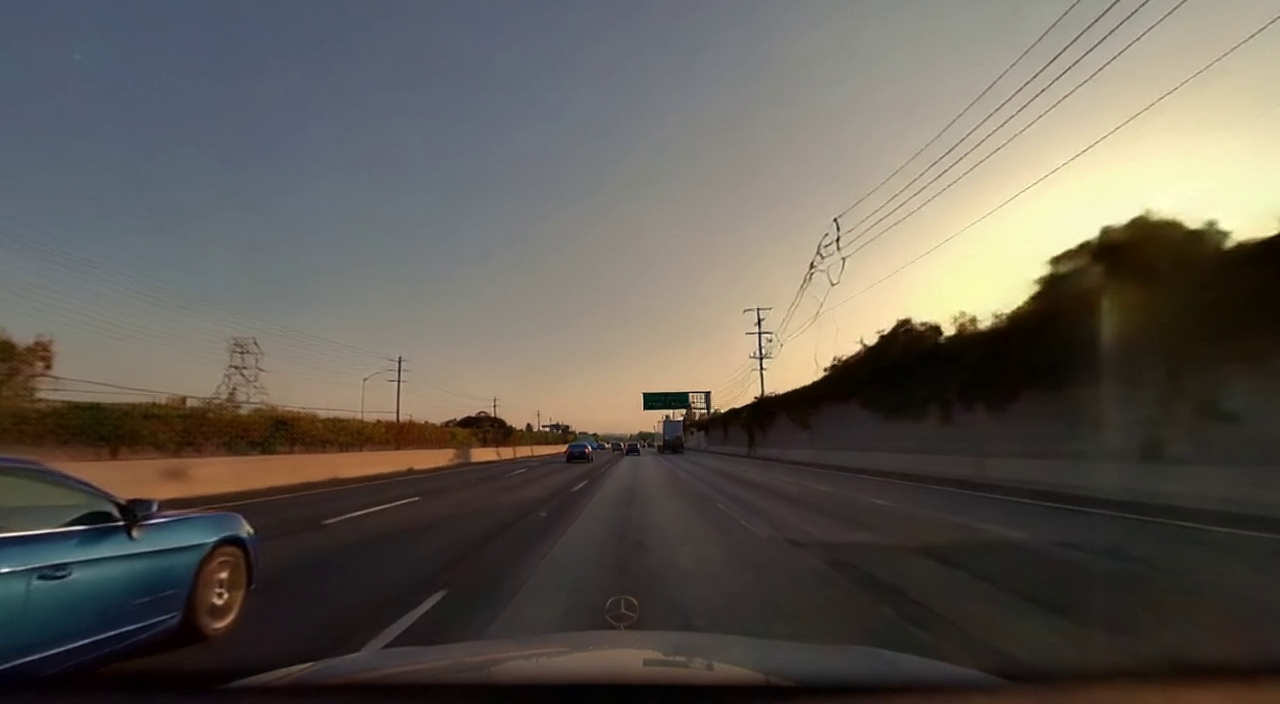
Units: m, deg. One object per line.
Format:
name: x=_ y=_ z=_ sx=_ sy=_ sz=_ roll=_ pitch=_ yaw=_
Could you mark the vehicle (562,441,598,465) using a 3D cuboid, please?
vehicle: x=-3.970 y=6.770 z=42.396 sx=2.009 sy=1.533 sz=4.175 roll=0 pitch=-9 yaw=0
